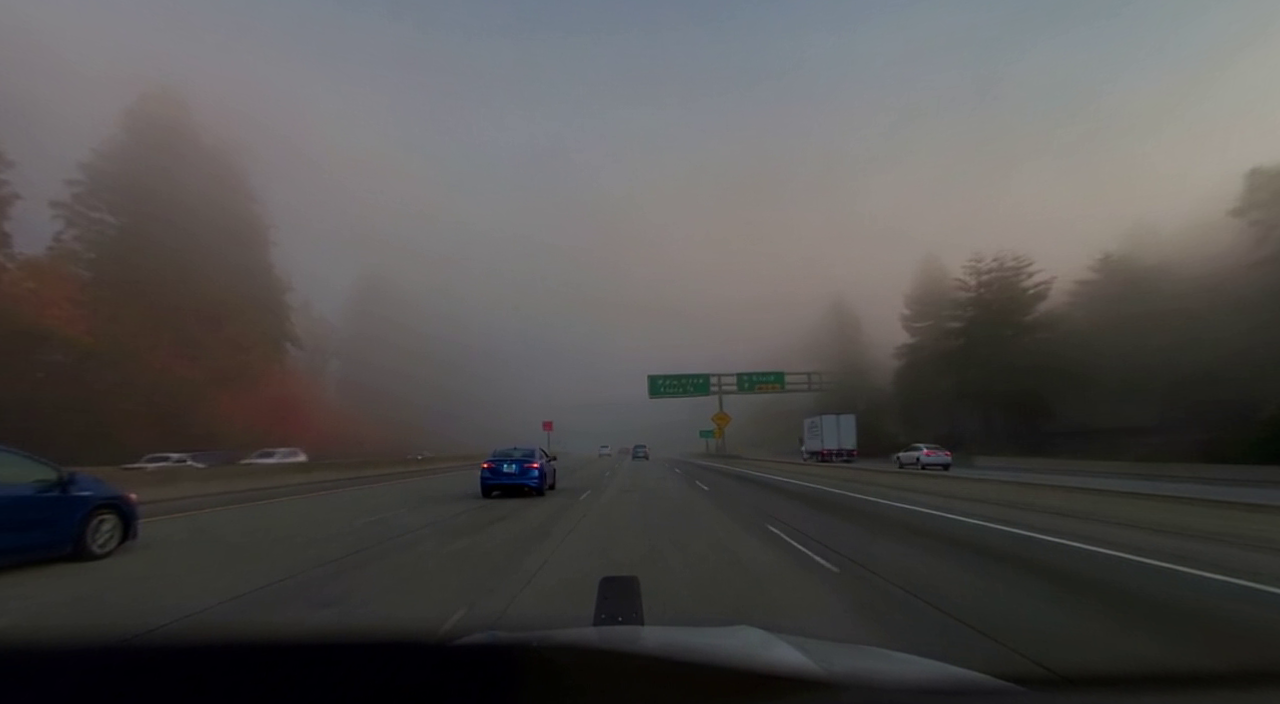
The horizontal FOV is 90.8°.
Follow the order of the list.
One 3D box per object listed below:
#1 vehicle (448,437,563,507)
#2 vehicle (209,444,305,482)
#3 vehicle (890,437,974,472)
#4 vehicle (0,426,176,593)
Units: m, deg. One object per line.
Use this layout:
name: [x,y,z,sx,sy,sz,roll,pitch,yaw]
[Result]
vehicle: [-3.268,3.008,16.249,2.020,1.554,4.137,0,-9,0]
vehicle: [-17.167,4.985,28.580,1.924,1.569,3.779,0,-9,0]
vehicle: [15.243,5.386,33.315,2.081,1.707,4.756,0,-9,-1]
vehicle: [-6.944,1.444,5.697,1.955,1.540,4.715,0,-9,-1]
